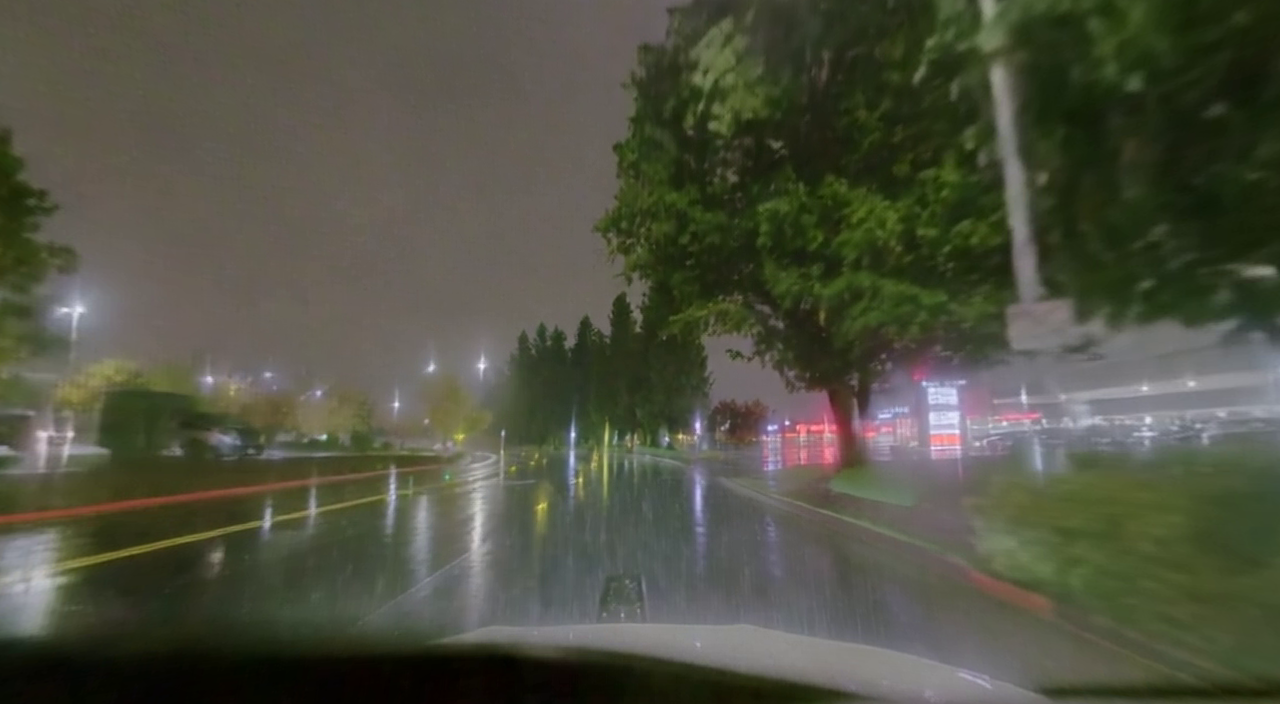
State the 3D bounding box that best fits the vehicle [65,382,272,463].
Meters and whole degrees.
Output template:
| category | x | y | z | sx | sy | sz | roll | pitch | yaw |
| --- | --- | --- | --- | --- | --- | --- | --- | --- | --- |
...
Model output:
| category | x | y | z | sx | sy | sz | roll | pitch | yaw |
| --- | --- | --- | --- | --- | --- | --- | --- | --- | --- |
| vehicle | -19.840 | 3.012 | 26.894 | 6.595 | 3.267 | 2.535 | 0 | -8 | 0 |
